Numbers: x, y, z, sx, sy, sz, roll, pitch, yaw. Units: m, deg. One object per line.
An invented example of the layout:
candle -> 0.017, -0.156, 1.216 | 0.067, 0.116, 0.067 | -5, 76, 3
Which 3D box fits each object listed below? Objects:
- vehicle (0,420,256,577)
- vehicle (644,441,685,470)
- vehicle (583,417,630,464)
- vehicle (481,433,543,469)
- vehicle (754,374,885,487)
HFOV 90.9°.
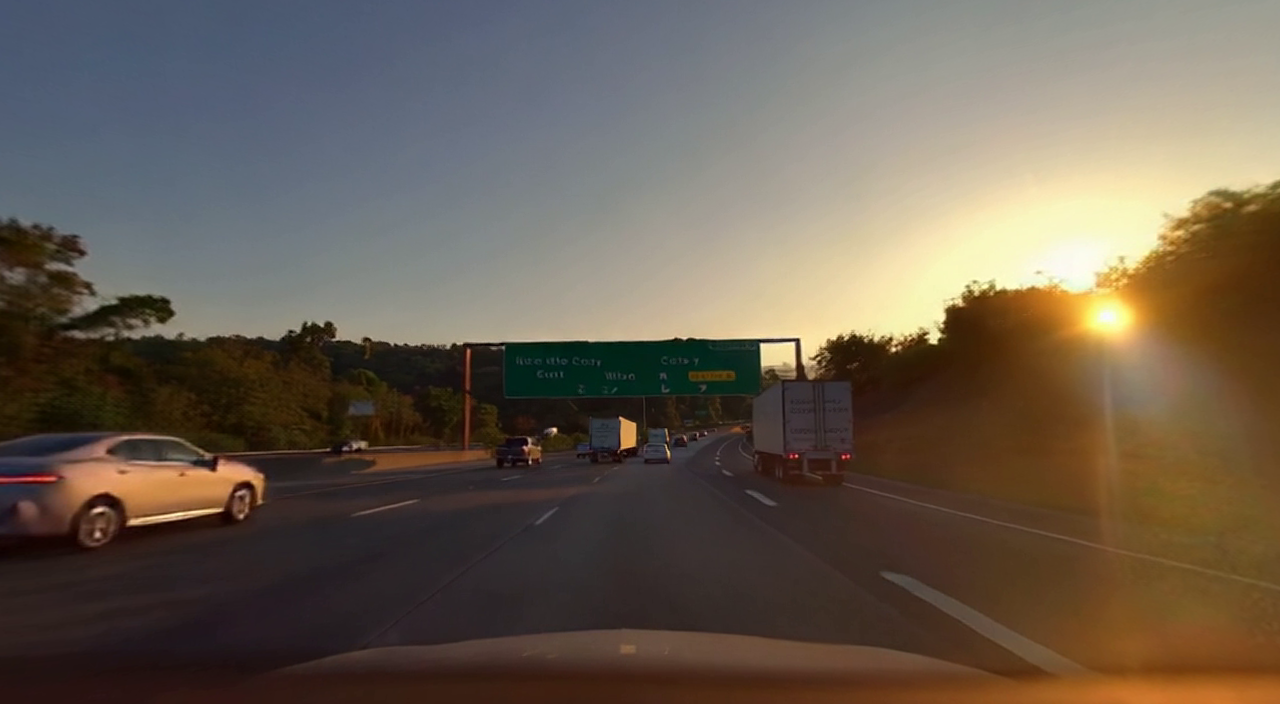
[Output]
vehicle -> -7.075, 1.632, 7.572 | 1.950, 1.485, 4.589 | 0, -9, 1
vehicle -> 1.270, 5.638, 34.550 | 2.105, 1.502, 4.068 | 0, -9, 1
vehicle -> -2.304, 6.494, 46.171 | 2.745, 3.156, 7.608 | 0, -9, 3
vehicle -> -7.010, 5.508, 35.193 | 2.272, 1.850, 5.156 | 0, -9, 2
vehicle -> 6.261, 2.997, 23.461 | 2.895, 3.484, 7.631 | 0, -9, 3
